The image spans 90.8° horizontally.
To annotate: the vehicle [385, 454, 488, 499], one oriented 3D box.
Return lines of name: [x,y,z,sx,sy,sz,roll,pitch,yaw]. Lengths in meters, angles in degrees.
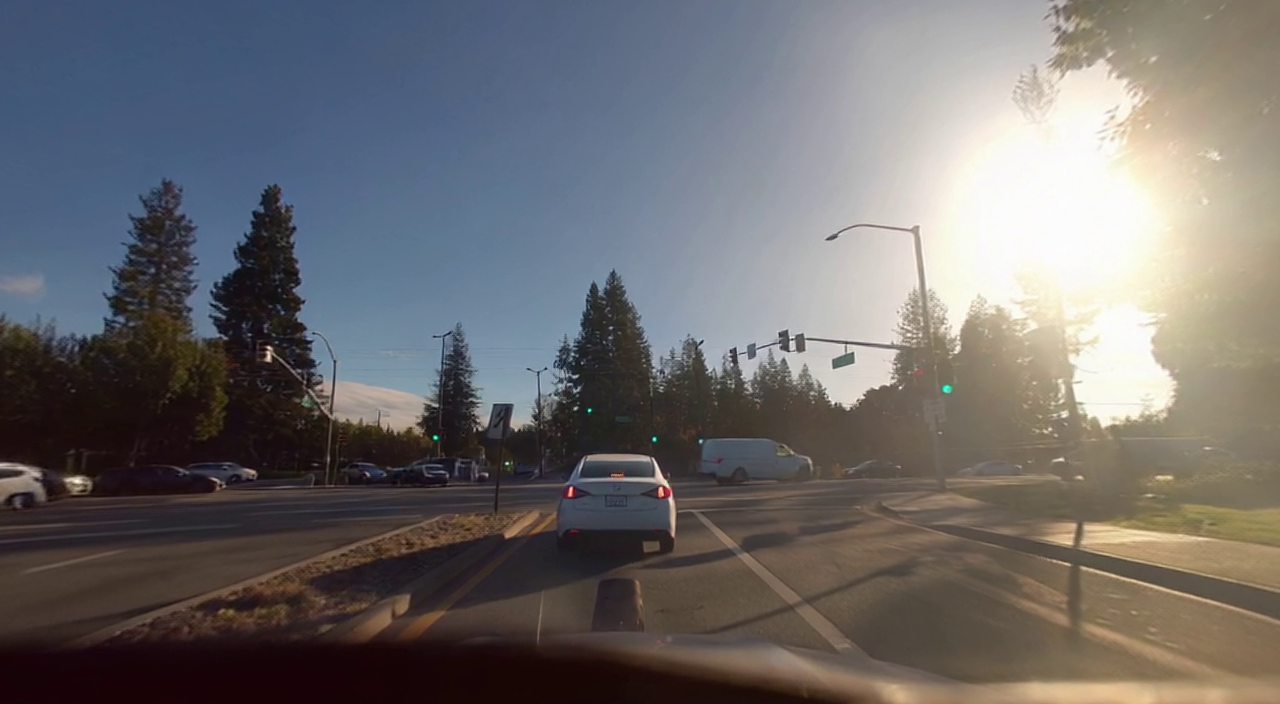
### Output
vehicle: [-9.209,5.541,28.484,4.355,1.789,2.175,-6,-10,35]

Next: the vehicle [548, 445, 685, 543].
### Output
vehicle: [-0.434,2.504,11.905,2.112,1.479,4.264,0,-9,-2]

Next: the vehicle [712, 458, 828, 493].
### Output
vehicle: [5.744,5.524,28.465,4.838,1.449,2.077,0,-9,2]

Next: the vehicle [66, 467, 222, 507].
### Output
vehicle: [-20.069,5.462,25.768,4.548,1.449,1.802,2,-9,-14]

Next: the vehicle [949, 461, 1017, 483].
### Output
vehicle: [25.953,9.064,47.859,4.358,1.471,1.875,2,-9,-16]

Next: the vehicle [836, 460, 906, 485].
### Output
vehicle: [16.507,8.587,45.192,4.337,1.637,1.860,2,-9,-16]
